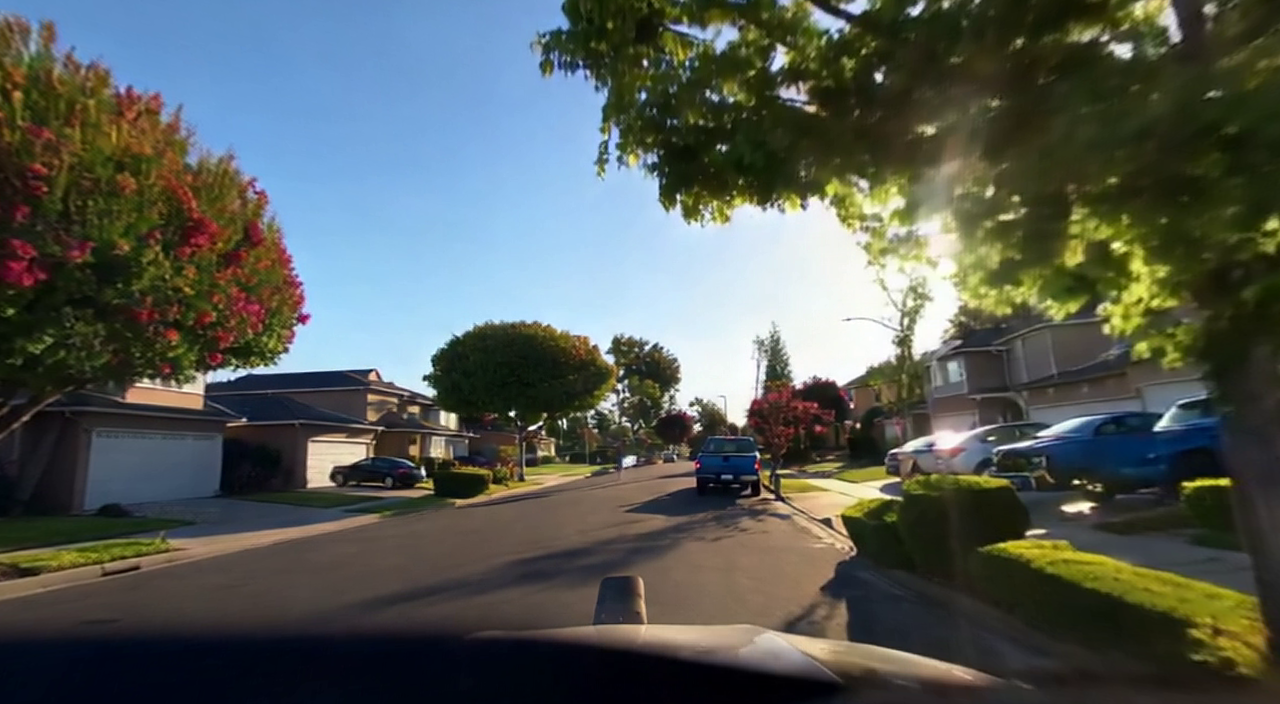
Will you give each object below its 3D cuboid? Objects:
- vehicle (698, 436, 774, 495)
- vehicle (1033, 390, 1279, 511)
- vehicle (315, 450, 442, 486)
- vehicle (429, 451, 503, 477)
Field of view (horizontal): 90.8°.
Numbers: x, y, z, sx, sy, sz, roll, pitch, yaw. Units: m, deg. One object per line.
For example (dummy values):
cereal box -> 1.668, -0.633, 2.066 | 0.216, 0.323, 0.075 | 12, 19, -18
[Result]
vehicle -> 3.723, 4.366, 24.869 | 2.552, 2.024, 5.414 | -2, -8, 8
vehicle -> 9.592, 1.559, 10.573 | 4.554, 1.515, 1.858 | -8, -9, 8
vehicle -> -11.612, 5.187, 28.263 | 4.916, 1.485, 1.807 | -1, -8, 3
vehicle -> -11.462, 7.406, 41.798 | 4.319, 1.605, 1.770 | -1, -8, 1
